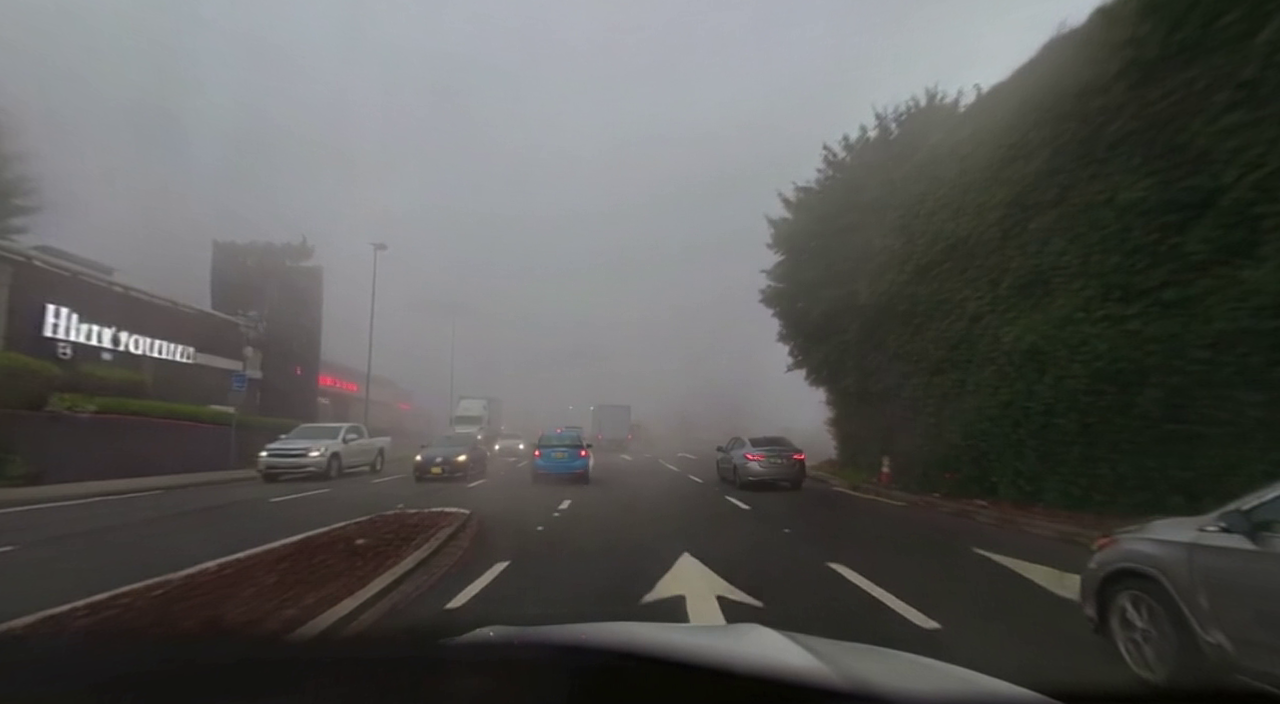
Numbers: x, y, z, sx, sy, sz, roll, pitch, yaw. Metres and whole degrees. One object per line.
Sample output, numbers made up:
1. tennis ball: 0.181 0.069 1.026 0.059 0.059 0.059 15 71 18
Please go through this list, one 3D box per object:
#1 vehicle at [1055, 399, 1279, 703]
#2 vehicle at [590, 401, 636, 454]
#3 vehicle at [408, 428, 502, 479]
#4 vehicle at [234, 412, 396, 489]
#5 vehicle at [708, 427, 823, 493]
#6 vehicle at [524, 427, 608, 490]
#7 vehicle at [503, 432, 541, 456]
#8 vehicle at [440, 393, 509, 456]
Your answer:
1. vehicle: 3.183 0.707 0.748 2.081 1.434 4.833 0 -7 0
2. vehicle: -2.080 5.469 45.430 2.917 3.482 6.946 1 -7 -6
3. vehicle: -6.125 3.386 21.416 2.026 1.520 4.475 0 -7 -3
4. vehicle: -9.387 2.882 18.890 2.165 1.966 5.251 0 -7 -1
5. vehicle: 3.079 2.708 16.326 1.889 1.480 3.876 1 -7 -5
6. vehicle: -1.945 2.780 16.842 1.991 1.472 3.518 1 -7 -6
7. vehicle: -7.695 5.990 41.287 1.964 1.428 4.481 1 -7 -5
8. vehicle: -11.163 5.098 43.647 2.986 3.821 10.059 1 -7 -6
